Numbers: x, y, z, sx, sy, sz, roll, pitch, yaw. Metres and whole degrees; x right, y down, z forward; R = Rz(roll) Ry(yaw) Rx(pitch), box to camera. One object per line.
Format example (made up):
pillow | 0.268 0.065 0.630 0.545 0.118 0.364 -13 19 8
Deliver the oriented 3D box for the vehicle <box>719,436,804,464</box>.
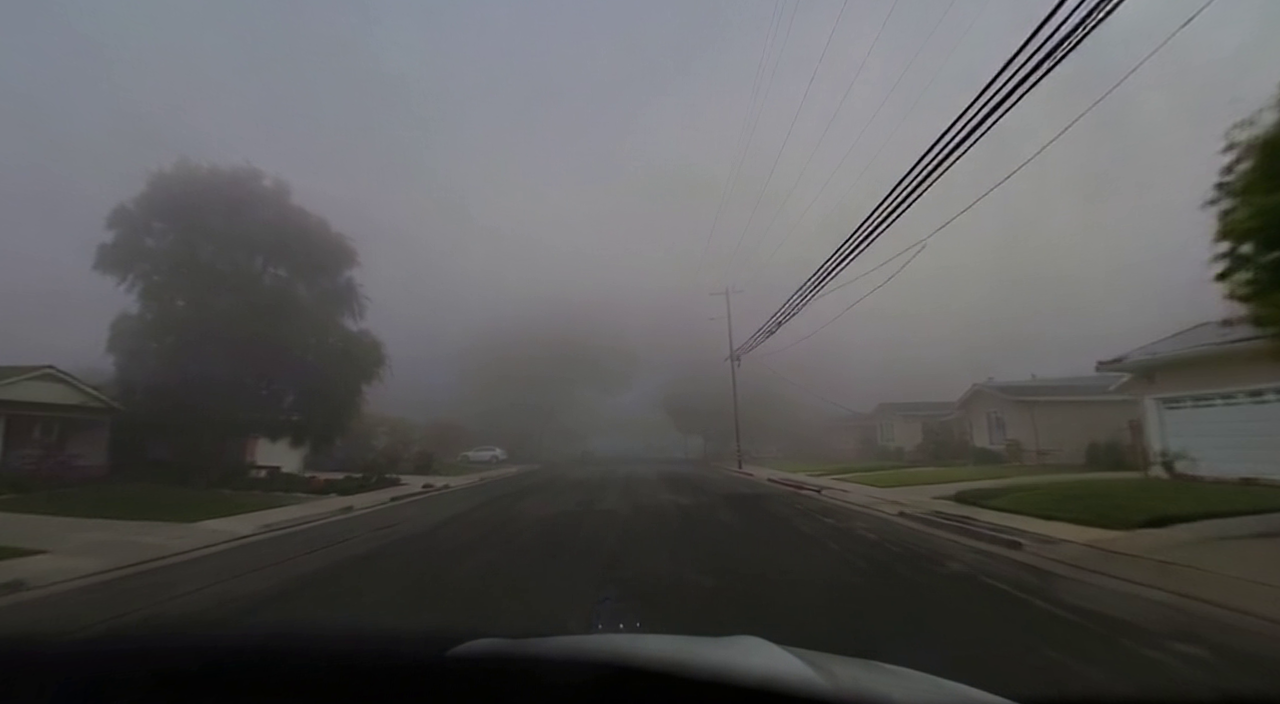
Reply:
vehicle | 9.239 7.493 48.487 5.890 1.896 2.459 -1 -8 -3

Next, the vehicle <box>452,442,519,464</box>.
vehicle | -11.114 7.299 45.598 4.371 1.482 1.954 0 -9 -2
